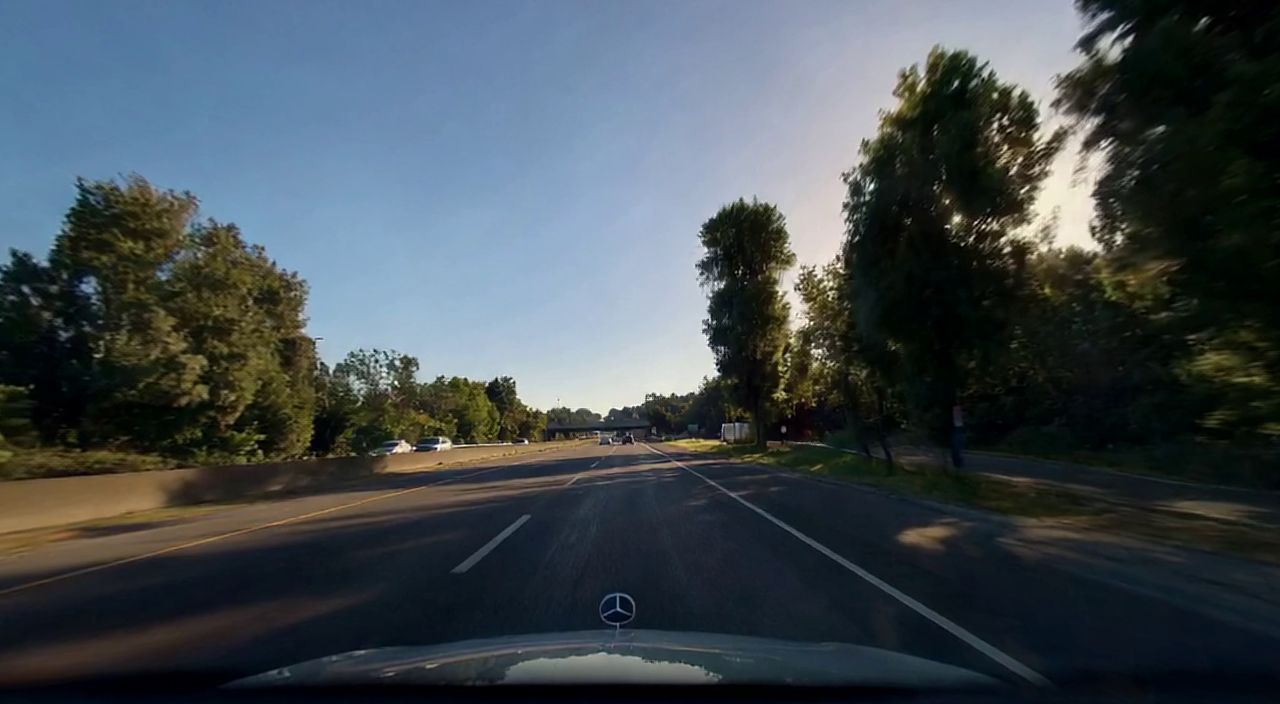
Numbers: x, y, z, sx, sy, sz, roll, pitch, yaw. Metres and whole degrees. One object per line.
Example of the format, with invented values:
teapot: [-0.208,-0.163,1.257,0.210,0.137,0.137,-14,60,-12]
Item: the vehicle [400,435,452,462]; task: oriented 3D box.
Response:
vehicle: [-13.235,5.989,39.285,1.864,1.538,4.008,0,-8,-1]
